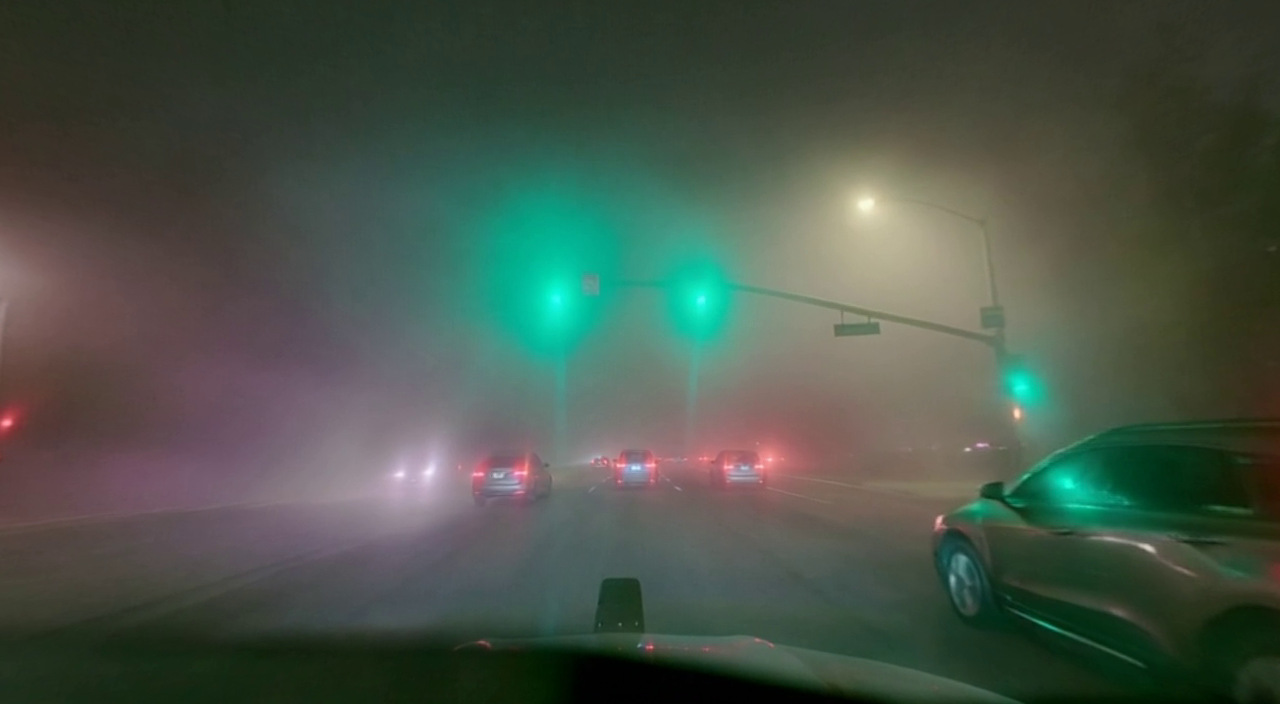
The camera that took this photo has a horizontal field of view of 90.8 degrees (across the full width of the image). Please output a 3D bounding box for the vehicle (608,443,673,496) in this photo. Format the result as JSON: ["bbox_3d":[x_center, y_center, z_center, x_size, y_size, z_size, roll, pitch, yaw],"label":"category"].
[{"bbox_3d":[-0.001,4.176,22.892,2.150,1.725,4.096,0,-8,0],"label":"vehicle"}]

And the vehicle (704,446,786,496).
[{"bbox_3d":[3.537,4.099,22.132,2.068,1.541,4.041,0,-8,-1],"label":"vehicle"}]

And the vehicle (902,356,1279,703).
[{"bbox_3d":[3.319,0.963,3.072,2.069,1.644,4.714,0,-8,0],"label":"vehicle"}]

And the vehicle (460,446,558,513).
[{"bbox_3d":[-3.470,3.439,17.544,1.823,1.602,4.061,0,-8,0],"label":"vehicle"}]

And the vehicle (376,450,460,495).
[{"bbox_3d":[-9.514,5.170,27.478,2.045,1.730,4.375,0,-8,0],"label":"vehicle"}]
